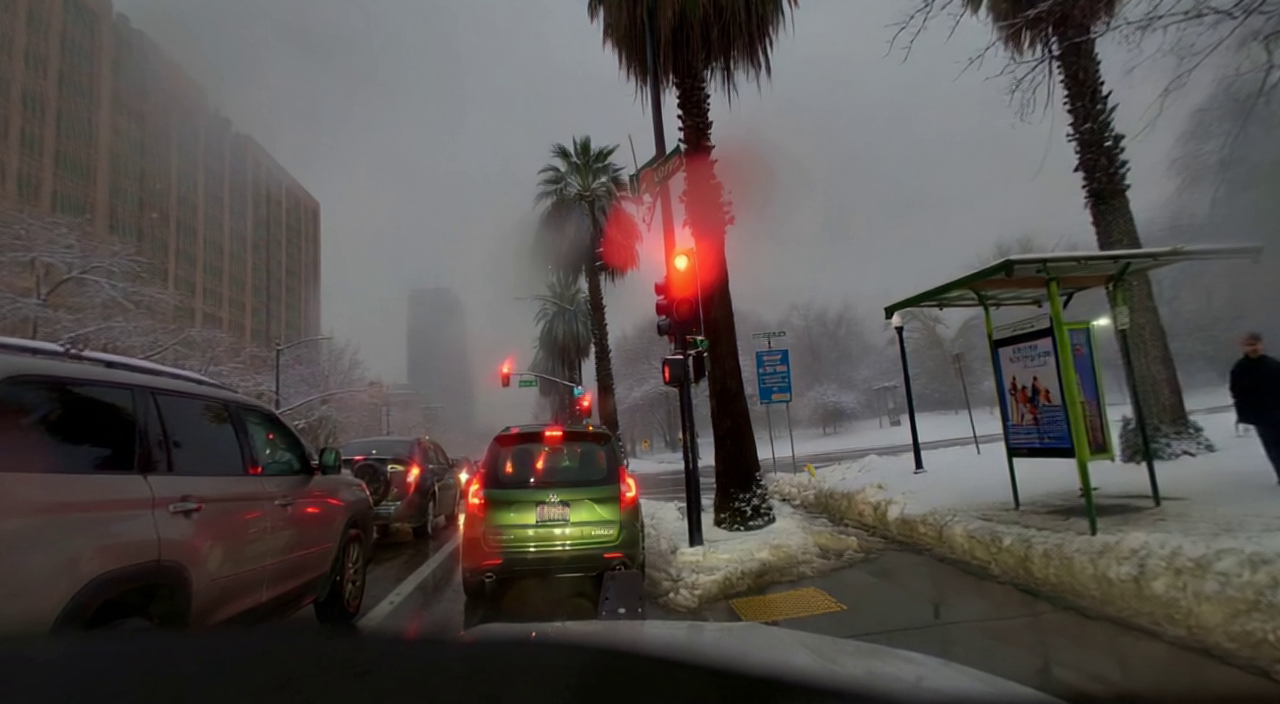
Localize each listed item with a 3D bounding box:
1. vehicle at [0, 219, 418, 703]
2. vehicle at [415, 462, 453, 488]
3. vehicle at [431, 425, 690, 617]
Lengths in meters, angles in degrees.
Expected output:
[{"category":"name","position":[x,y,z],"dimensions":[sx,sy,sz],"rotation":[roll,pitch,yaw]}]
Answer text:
[{"category":"vehicle","position":[-2.764,0.909,3.230],"dimensions":[2.098,1.851,4.571],"rotation":[1,-9,-7]},{"category":"vehicle","position":[-14.625,8.691,44.991],"dimensions":[1.964,1.642,4.085],"rotation":[1,-9,-10]},{"category":"vehicle","position":[-1.018,1.652,7.241],"dimensions":[2.065,1.467,4.289],"rotation":[2,-9,-11]}]
